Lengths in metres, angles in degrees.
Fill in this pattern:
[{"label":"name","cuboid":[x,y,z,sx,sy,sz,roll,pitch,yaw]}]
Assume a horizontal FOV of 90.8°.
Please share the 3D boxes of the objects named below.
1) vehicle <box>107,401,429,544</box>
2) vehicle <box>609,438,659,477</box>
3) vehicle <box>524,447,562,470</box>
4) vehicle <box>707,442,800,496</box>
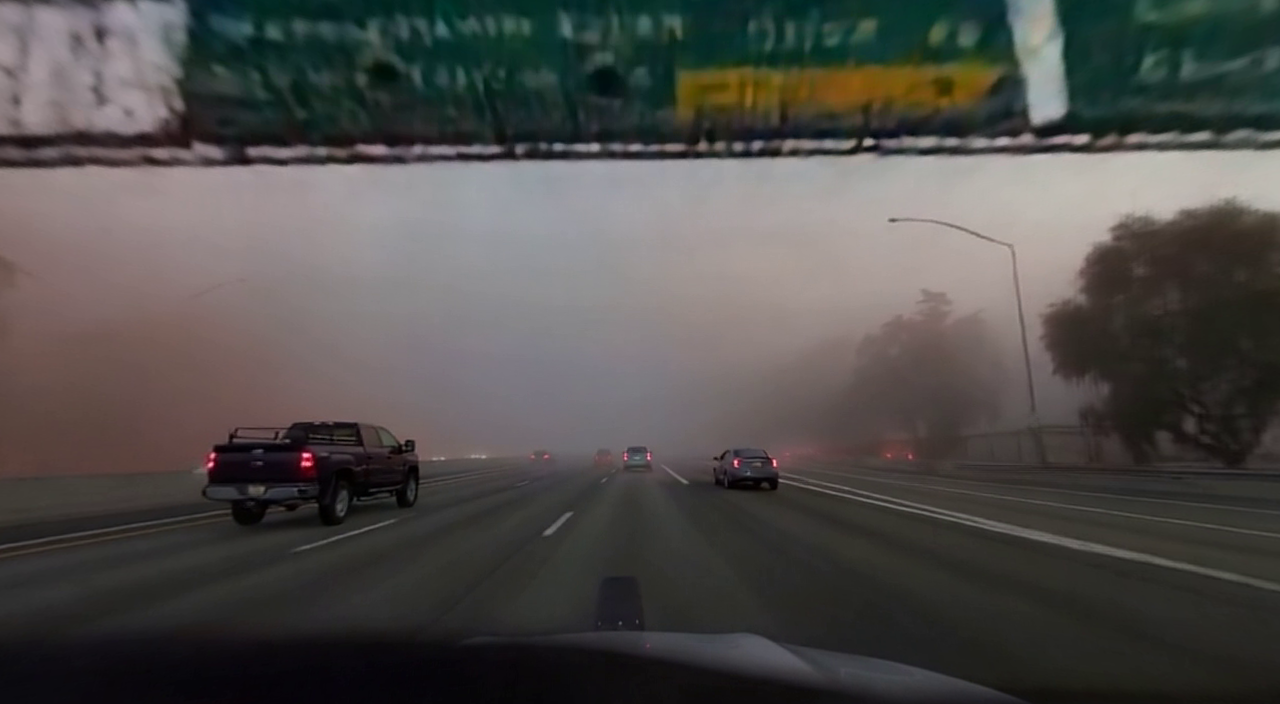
[{"label":"vehicle","cuboid":[-6.324,2.165,12.117,2.444,2.012,6.122,0,-8,0]},{"label":"vehicle","cuboid":[-0.292,5.282,32.001,2.323,1.805,4.729,0,-8,0]},{"label":"vehicle","cuboid":[-6.711,7.403,44.129,1.920,1.482,4.385,0,-8,0]},{"label":"vehicle","cuboid":[3.369,3.556,19.605,2.011,1.462,4.286,0,-8,-1]}]
